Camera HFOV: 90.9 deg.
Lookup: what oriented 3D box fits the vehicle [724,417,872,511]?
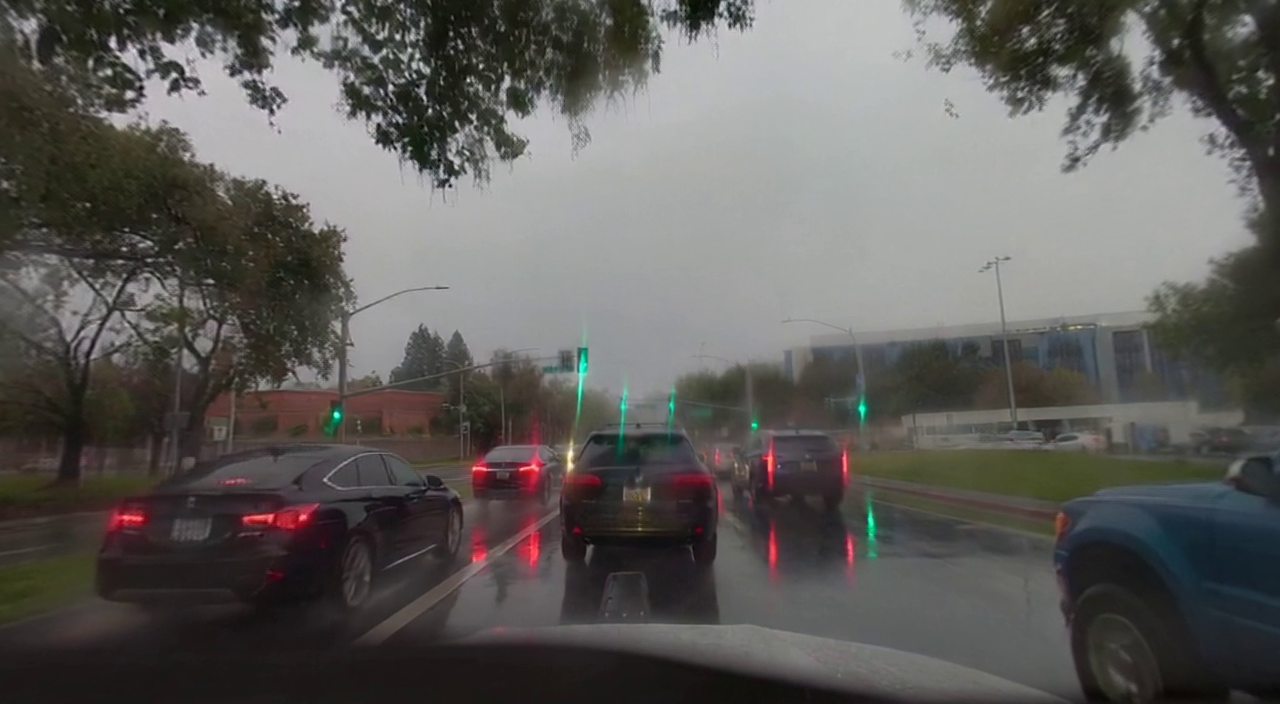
[{"bbox_3d":[3.600,2.705,15.677,2.408,1.908,5.355,0,-8,2],"label":"vehicle"}]

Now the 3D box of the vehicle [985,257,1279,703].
[{"bbox_3d":[3.271,0.442,0.614,2.571,1.857,5.841,0,-8,0],"label":"vehicle"}]

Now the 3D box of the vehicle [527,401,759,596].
[{"bbox_3d":[0.046,1.633,7.793,2.113,1.768,3.901,0,-8,1],"label":"vehicle"}]

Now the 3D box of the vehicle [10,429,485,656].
[{"bbox_3d":[-3.183,1.612,6.595,1.909,1.476,4.751,0,-8,0],"label":"vehicle"}]

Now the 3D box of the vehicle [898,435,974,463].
[{"bbox_3d":[21.265,6.994,45.464,4.437,1.863,2.068,0,-5,2],"label":"vehicle"}]
